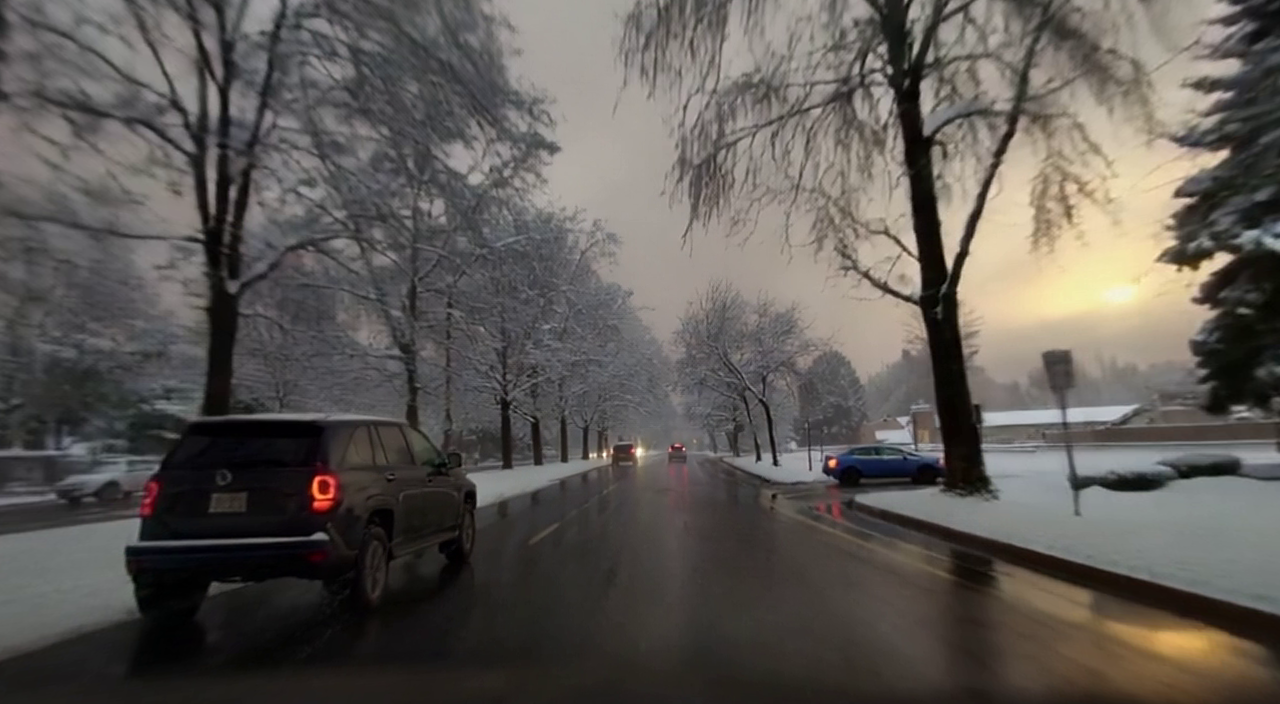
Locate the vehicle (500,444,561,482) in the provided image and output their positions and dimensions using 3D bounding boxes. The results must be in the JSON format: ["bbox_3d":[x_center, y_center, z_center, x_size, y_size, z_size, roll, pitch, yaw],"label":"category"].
[{"bbox_3d":[-5.357,5.478,31.367,1.985,1.708,4.310,-1,-9,4],"label":"vehicle"}]

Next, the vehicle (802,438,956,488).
[{"bbox_3d":[8.433,3.968,22.699,4.824,1.646,2.077,-2,-9,11],"label":"vehicle"}]

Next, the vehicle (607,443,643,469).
[{"bbox_3d":[-1.084,7.788,47.427,2.255,1.806,4.710,-1,-9,4],"label":"vehicle"}]

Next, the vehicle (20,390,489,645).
[{"bbox_3d":[-3.203,1.476,6.614,2.123,1.761,4.322,0,-9,1],"label":"vehicle"}]
